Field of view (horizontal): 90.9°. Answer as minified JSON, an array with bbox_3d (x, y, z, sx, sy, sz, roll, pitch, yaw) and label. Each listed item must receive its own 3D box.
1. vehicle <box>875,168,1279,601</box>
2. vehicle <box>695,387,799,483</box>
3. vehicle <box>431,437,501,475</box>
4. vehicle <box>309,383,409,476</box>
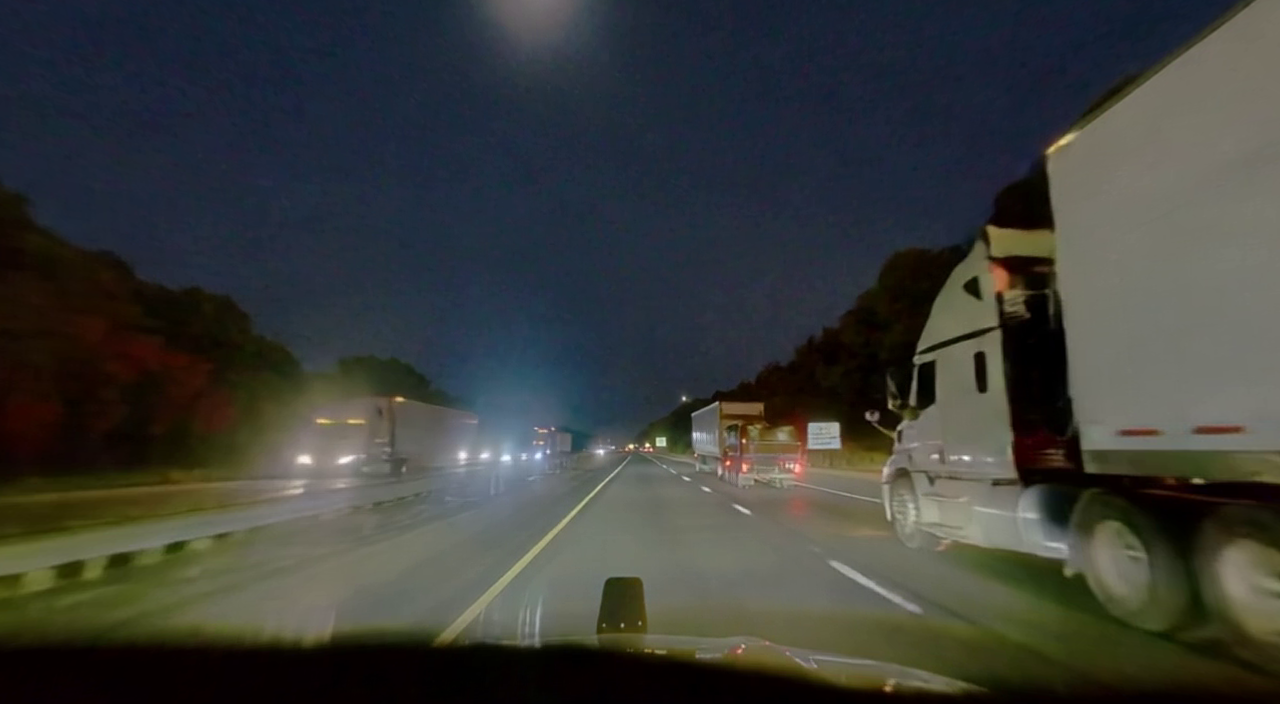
[{"bbox_3d":[4.899,0.408,7.403,3.007,4.189,2.696,0,-9,0],"label":"vehicle"},{"bbox_3d":[5.165,4.639,34.015,2.983,4.030,14.444,0,-9,0],"label":"vehicle"},{"bbox_3d":[-7.976,4.841,29.341,1.994,1.624,4.255,0,-9,1],"label":"vehicle"},{"bbox_3d":[-12.274,3.442,27.782,3.005,3.912,2.596,0,-9,0],"label":"vehicle"}]
